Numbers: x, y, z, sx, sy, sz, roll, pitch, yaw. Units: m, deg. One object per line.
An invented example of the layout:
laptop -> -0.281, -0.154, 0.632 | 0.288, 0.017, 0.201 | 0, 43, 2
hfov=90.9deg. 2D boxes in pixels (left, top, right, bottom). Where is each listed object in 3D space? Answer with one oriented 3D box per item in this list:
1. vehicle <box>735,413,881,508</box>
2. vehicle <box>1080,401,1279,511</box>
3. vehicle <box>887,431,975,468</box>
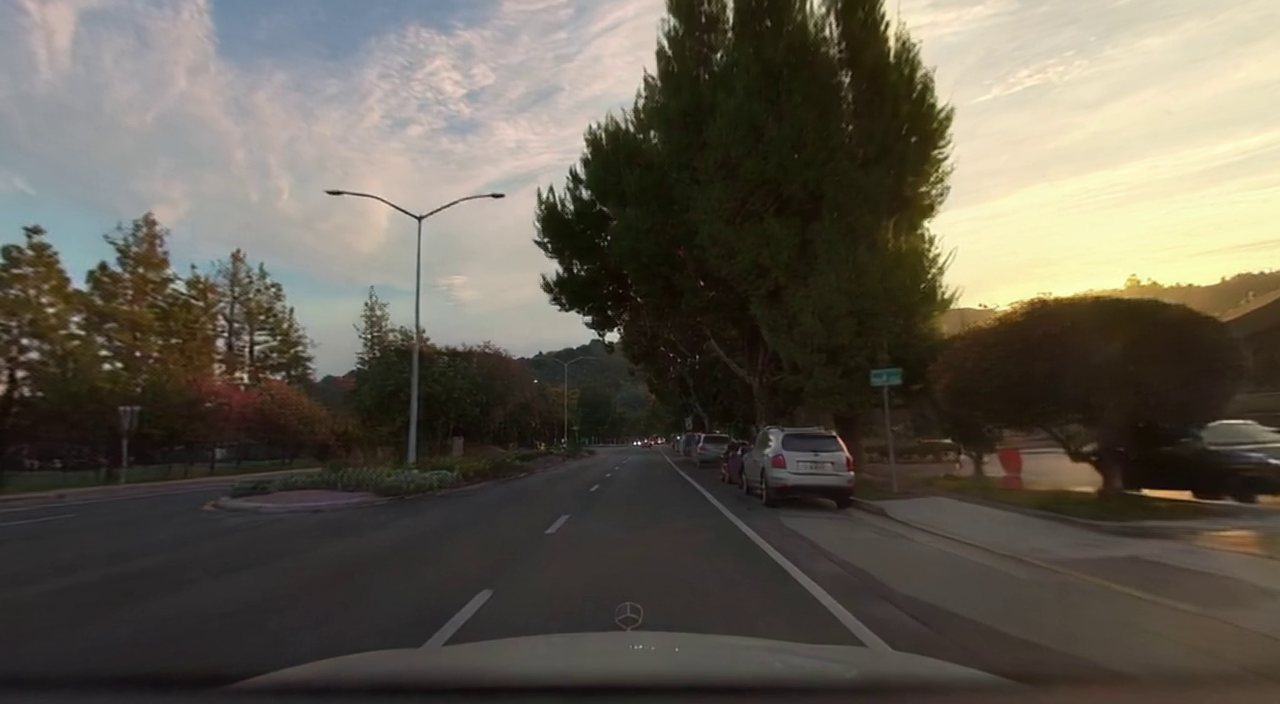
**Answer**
vehicle -> 3.632, 2.437, 14.566 | 2.144, 1.848, 4.159 | 0, -8, -1
vehicle -> 11.539, 2.019, 12.623 | 2.220, 1.798, 4.427 | 0, -8, 0
vehicle -> 14.540, 4.920, 31.904 | 2.227, 1.720, 4.959 | 0, -8, 2
